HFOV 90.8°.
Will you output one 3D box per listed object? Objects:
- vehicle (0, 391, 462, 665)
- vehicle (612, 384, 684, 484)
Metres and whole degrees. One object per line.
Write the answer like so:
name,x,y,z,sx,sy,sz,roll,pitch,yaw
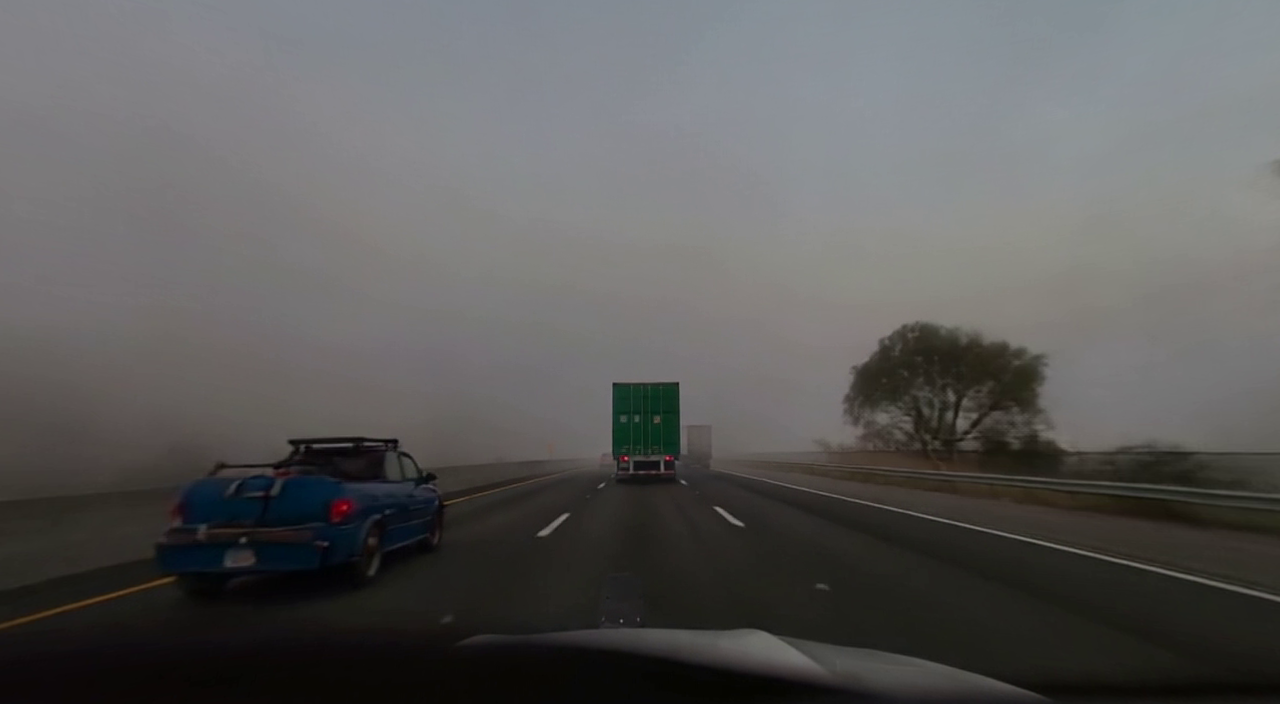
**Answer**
vehicle,-3.473,1.416,6.121,2.173,1.657,4.401,0,-9,0
vehicle,0.349,4.199,31.336,2.932,4.042,11.054,0,-9,0
